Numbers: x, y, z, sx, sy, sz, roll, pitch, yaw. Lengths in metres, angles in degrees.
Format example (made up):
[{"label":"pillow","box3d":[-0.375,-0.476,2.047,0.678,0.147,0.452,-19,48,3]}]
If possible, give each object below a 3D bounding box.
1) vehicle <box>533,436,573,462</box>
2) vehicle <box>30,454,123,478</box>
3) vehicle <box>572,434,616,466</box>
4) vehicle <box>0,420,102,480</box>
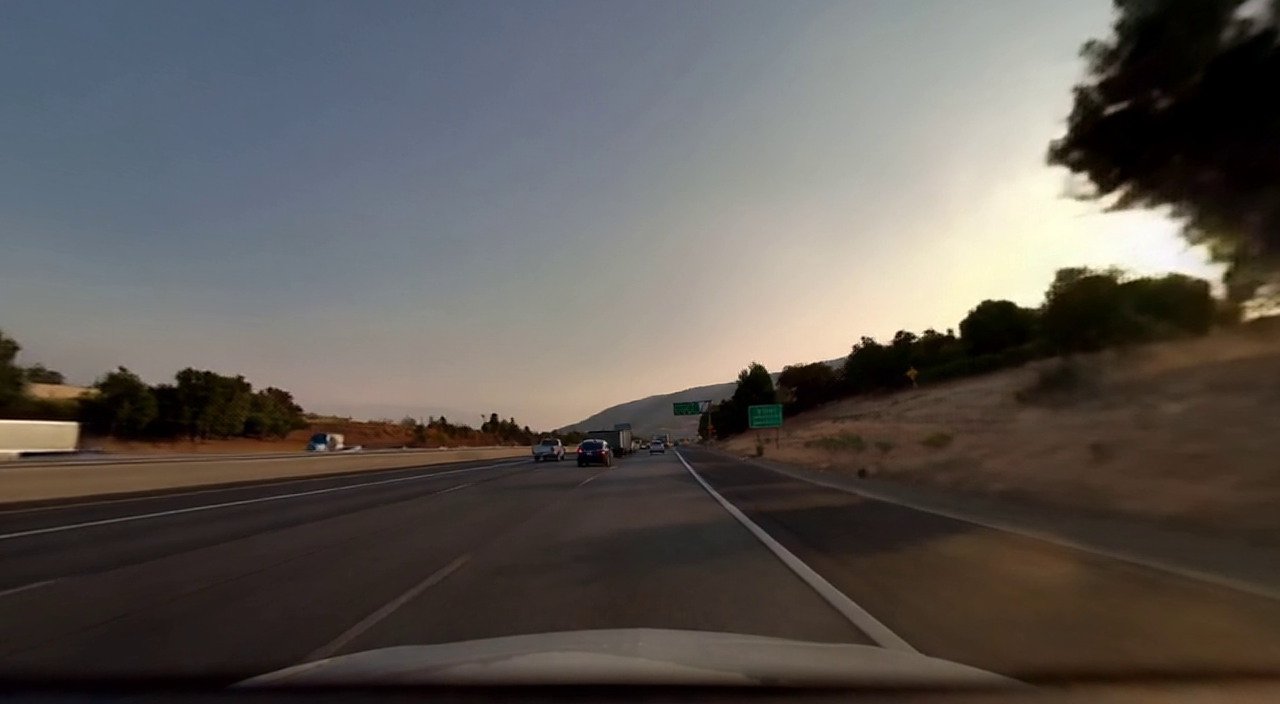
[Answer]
[{"label":"vehicle","box3d":[-6.194,6.999,45.341,2.078,1.729,4.722,0,-9,2]},{"label":"vehicle","box3d":[-40.736,8.207,45.585,1.827,1.564,5.291,0,-9,0]},{"label":"vehicle","box3d":[-2.643,5.772,37.014,2.194,1.766,3.720,0,-9,2]},{"label":"vehicle","box3d":[-45.147,6.528,41.978,2.976,4.033,16.859,0,-9,2]}]
